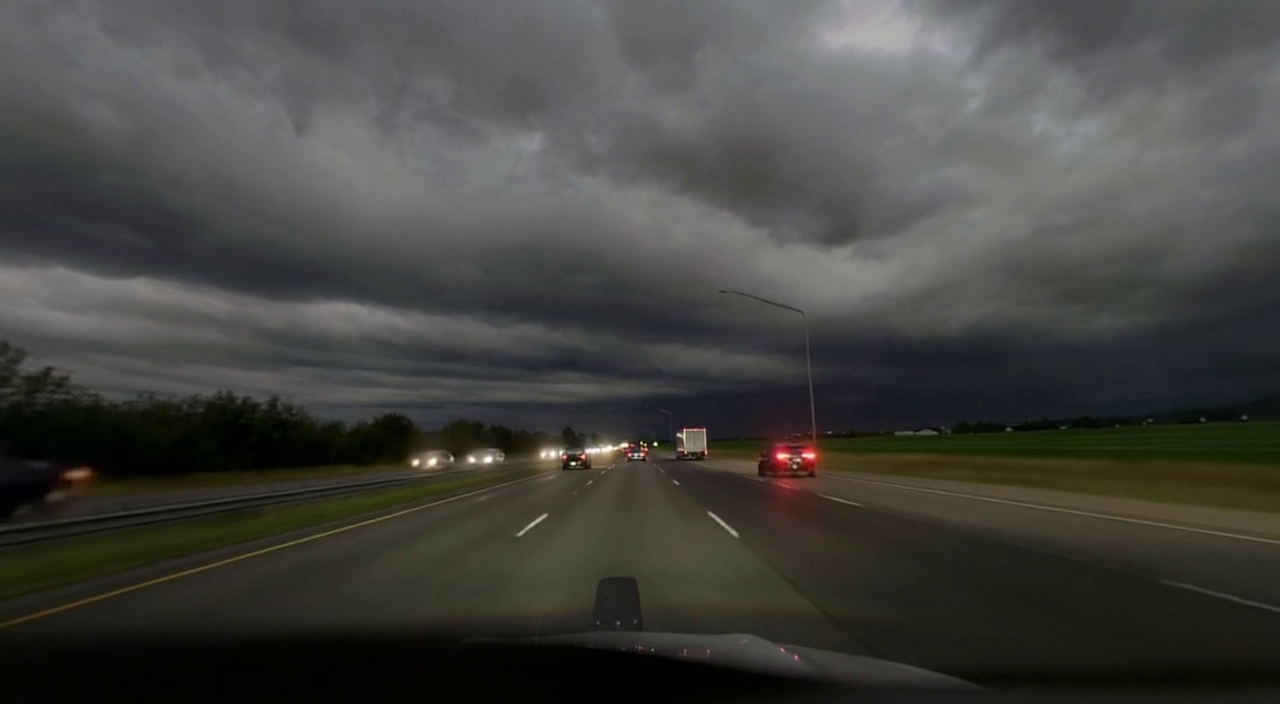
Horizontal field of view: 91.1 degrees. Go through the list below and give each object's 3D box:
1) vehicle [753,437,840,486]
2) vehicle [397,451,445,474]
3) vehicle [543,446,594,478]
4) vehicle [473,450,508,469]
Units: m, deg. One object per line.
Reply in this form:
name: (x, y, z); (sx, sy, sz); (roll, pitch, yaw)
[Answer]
vehicle: (5.781, 4.109, 23.889); (2.069, 1.625, 4.832); (0, -9, 0)
vehicle: (-15.425, 7.780, 44.488); (1.850, 1.465, 4.240); (0, -9, 0)
vehicle: (-3.642, 5.718, 33.010); (2.160, 1.530, 4.500); (0, -9, 0)
vehicle: (-11.724, 8.436, 49.477); (1.775, 1.434, 3.718); (0, -9, 1)
